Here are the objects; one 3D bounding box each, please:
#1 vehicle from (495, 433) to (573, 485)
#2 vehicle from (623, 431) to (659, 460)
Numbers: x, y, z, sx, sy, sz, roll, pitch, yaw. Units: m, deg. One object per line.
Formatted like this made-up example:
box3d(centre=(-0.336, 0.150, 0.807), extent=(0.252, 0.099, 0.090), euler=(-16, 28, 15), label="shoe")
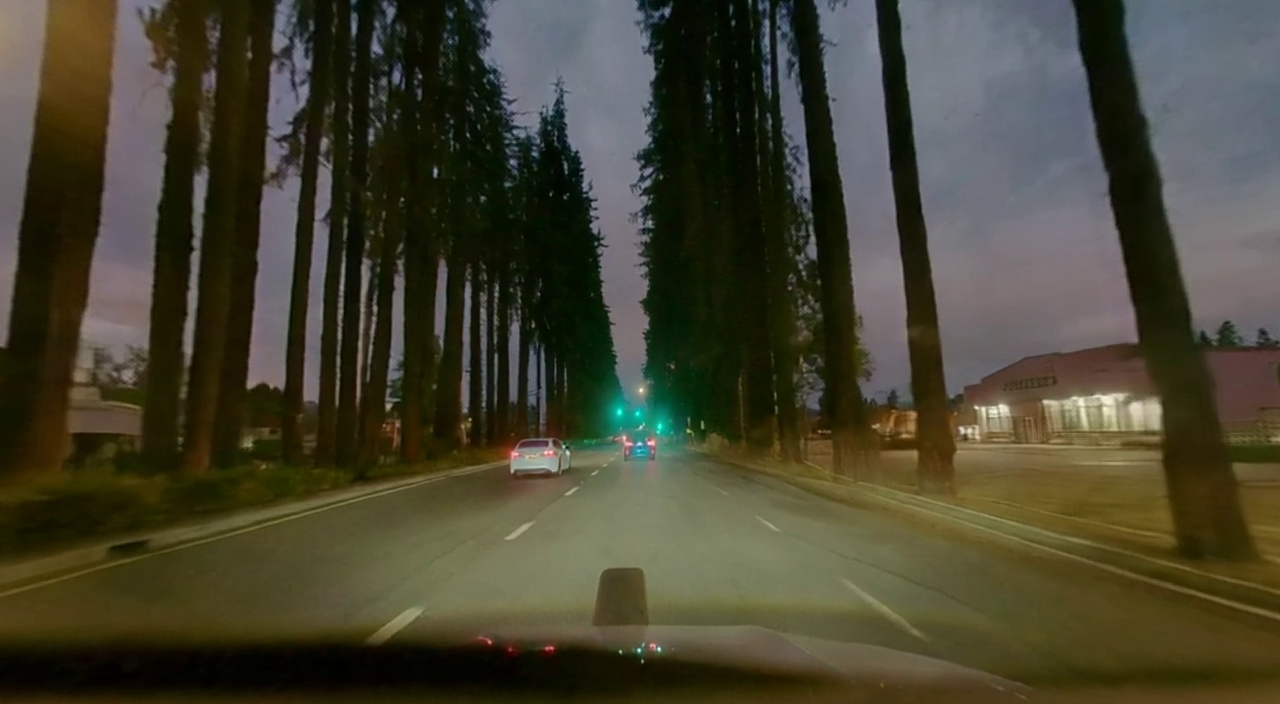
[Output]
box3d(centre=(-3.609, 3.736, 22.324), extent=(1.914, 1.630, 4.351), euler=(0, -8, 1), label="vehicle")
box3d(centre=(0.041, 6.047, 40.825), extent=(2.213, 1.778, 4.107), euler=(0, -8, 0), label="vehicle")
